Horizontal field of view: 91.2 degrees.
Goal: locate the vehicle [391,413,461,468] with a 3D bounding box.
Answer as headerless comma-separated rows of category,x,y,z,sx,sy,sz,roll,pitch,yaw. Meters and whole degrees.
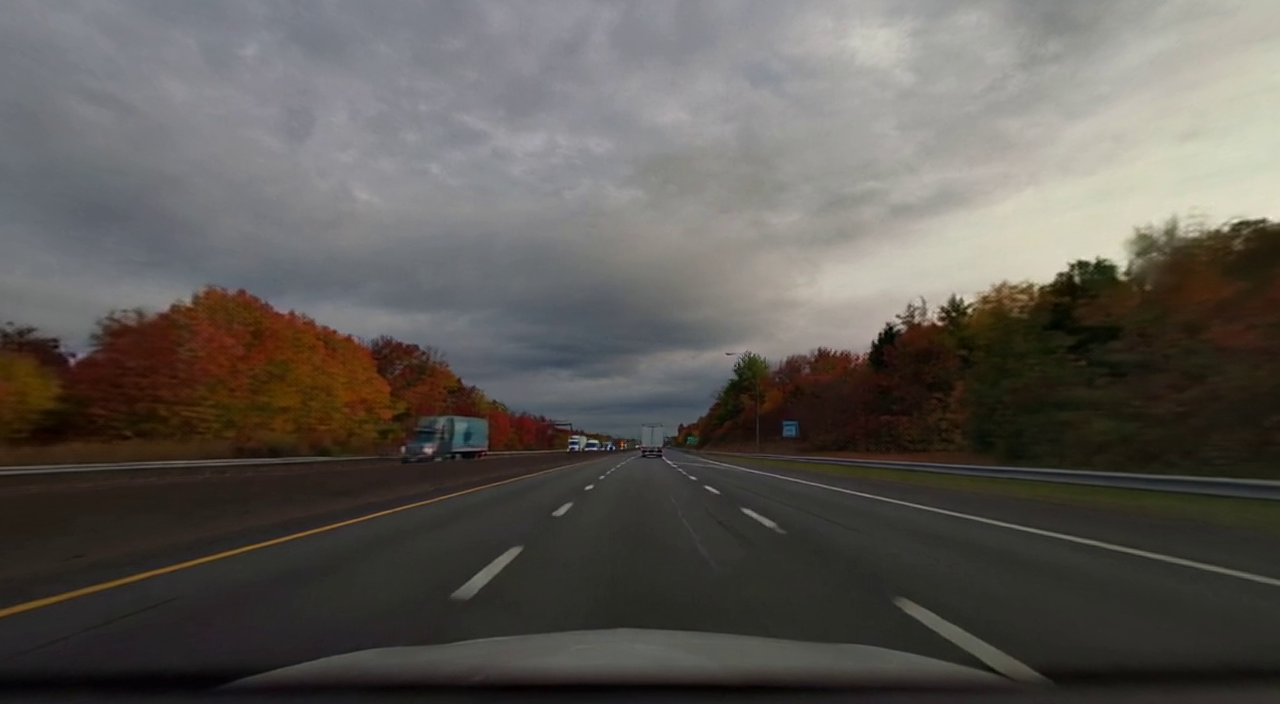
vehicle,-16.061,6.742,47.562,2.997,3.843,5.945,-1,-9,1
